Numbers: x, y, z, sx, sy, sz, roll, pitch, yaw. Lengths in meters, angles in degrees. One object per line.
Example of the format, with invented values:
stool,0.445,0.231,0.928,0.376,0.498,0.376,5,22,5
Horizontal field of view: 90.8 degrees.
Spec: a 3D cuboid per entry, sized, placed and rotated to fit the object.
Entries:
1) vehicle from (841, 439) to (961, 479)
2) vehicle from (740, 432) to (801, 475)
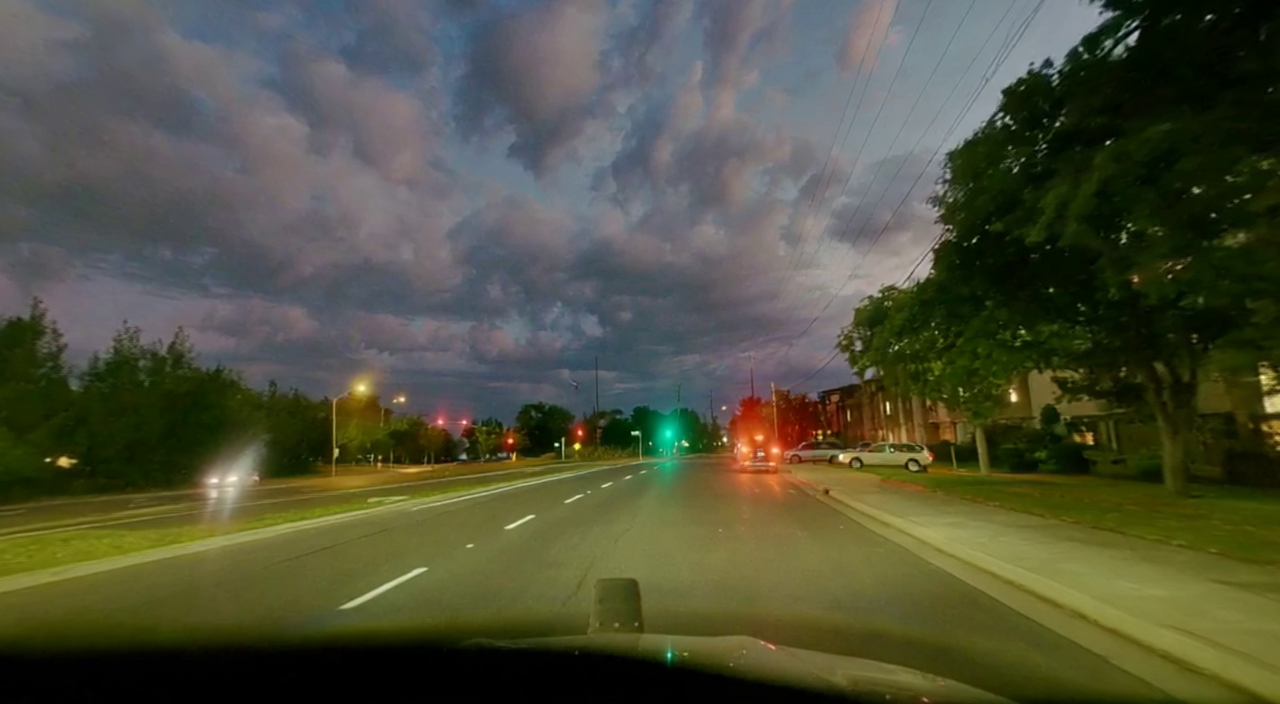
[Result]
vehicle,11.872,4.881,29.088,2.038,1.680,4.660,6,-10,-34
vehicle,5.982,4.710,29.593,2.359,1.817,4.985,-1,-8,6
